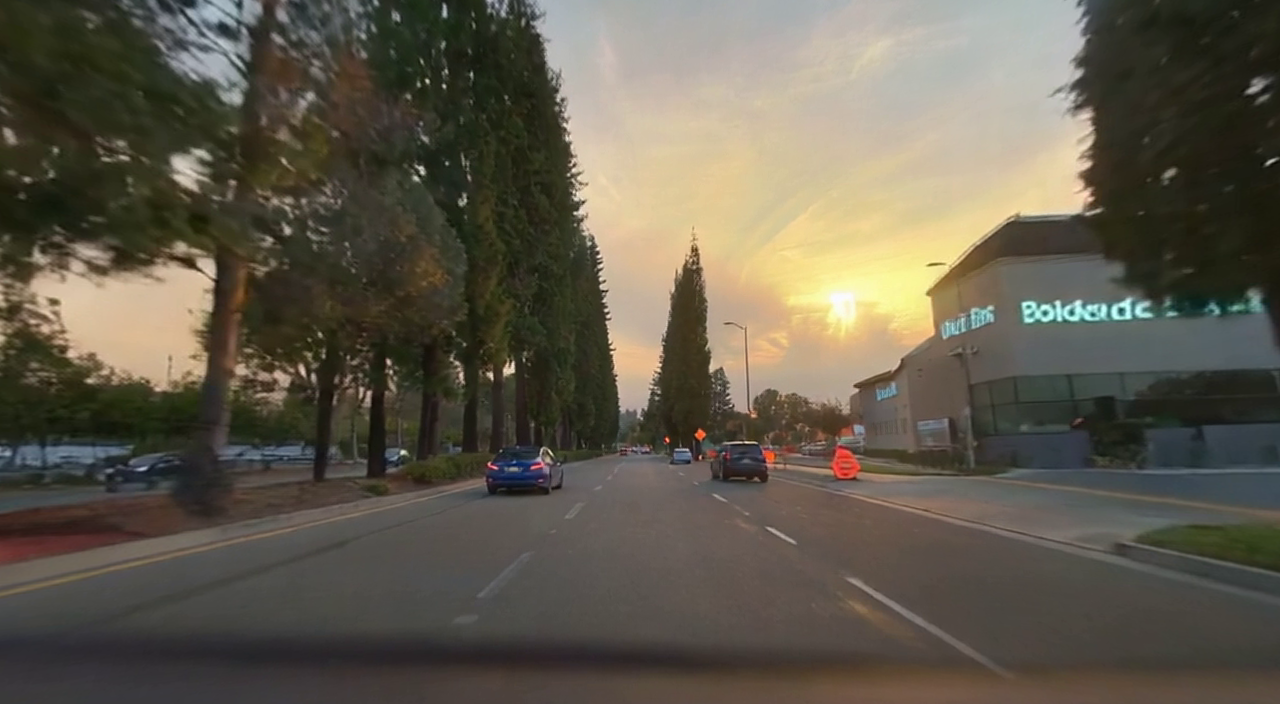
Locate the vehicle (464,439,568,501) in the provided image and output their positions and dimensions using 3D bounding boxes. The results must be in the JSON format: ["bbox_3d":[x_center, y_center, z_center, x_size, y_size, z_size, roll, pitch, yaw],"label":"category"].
[{"bbox_3d":[-3.225,3.184,17.323,2.020,1.474,4.098,0,-9,0],"label":"vehicle"}]

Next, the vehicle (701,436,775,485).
[{"bbox_3d":[3.875,4.405,25.903,2.159,1.793,4.735,0,-9,-1],"label":"vehicle"}]

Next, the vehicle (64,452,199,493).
[{"bbox_3d":[-21.956,5.171,27.602,1.996,1.605,4.671,0,-9,0],"label":"vehicle"}]
